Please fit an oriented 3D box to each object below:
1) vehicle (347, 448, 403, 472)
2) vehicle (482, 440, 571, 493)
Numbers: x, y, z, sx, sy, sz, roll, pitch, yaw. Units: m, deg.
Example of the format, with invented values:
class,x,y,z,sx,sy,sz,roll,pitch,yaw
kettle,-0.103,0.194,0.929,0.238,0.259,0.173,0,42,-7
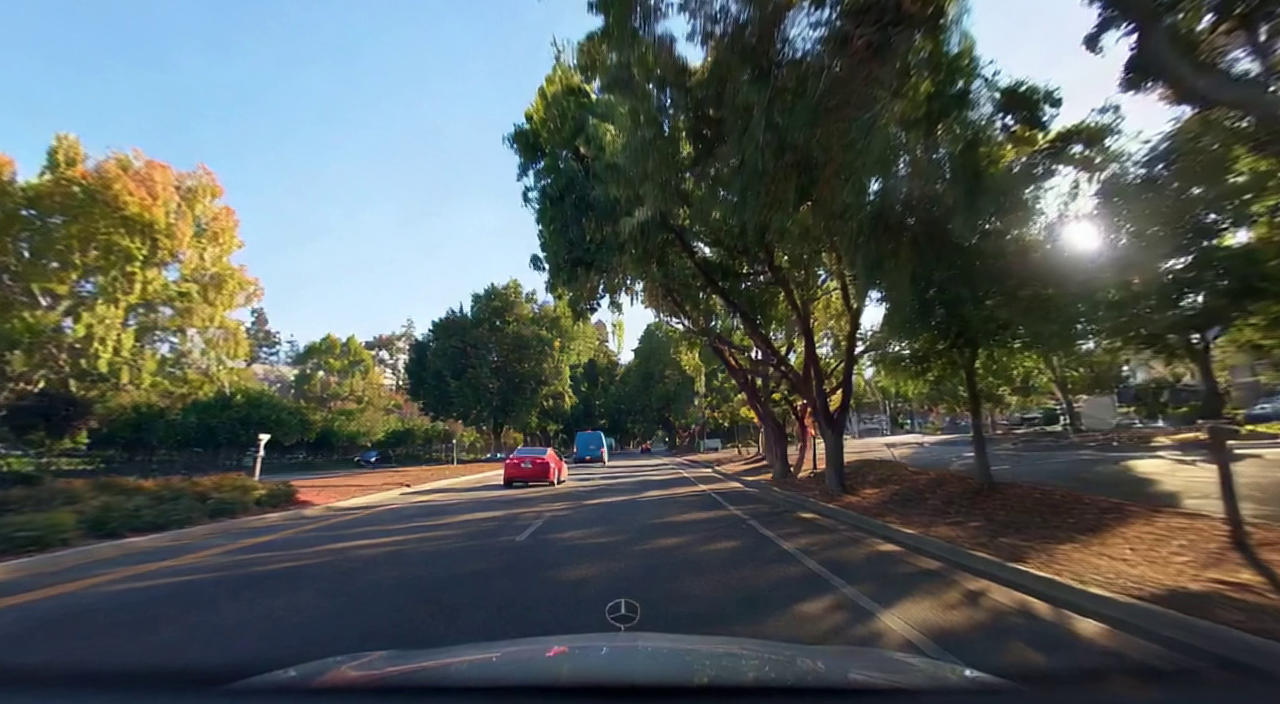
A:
class,x,y,z,sx,sy,sz,roll,pitch,yaw
vehicle,-19.212,7.815,46.005,1.965,1.636,4.561,0,-8,1
vehicle,-3.451,3.567,20.039,2.009,1.473,4.028,0,-8,1
